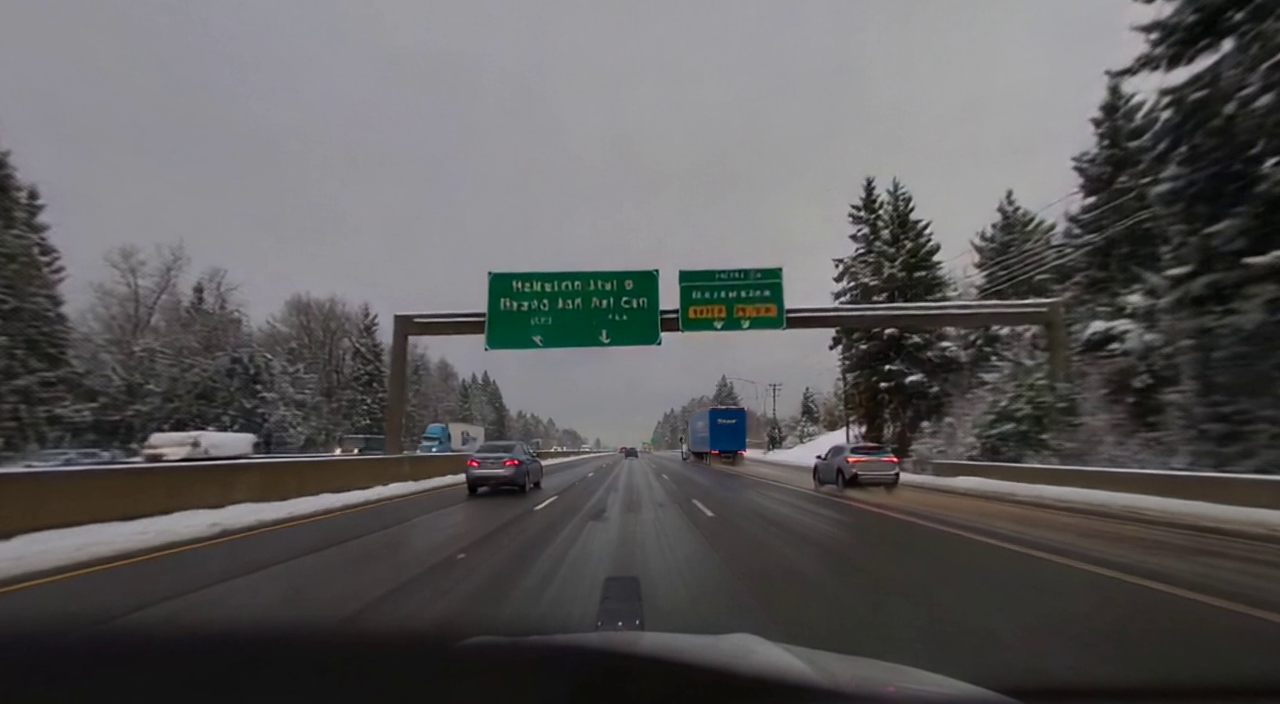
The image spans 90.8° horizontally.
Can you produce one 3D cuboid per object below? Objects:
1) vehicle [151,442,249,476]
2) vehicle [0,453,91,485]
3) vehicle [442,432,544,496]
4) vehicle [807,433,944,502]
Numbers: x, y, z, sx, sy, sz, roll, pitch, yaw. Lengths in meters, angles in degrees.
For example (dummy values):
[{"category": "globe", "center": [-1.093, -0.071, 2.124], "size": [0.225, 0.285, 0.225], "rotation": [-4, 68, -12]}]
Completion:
[{"category": "vehicle", "center": [-19.630, 4.784, 28.405], "size": [1.847, 1.440, 3.572], "rotation": [0, -9, -1]}, {"category": "vehicle", "center": [-27.598, 5.346, 29.073], "size": [1.768, 1.355, 3.208], "rotation": [0, -9, -1]}, {"category": "vehicle", "center": [-4.157, 3.250, 18.607], "size": [2.027, 1.651, 4.099], "rotation": [0, -9, 0]}, {"category": "vehicle", "center": [6.256, 3.122, 17.443], "size": [1.991, 1.647, 4.409], "rotation": [0, -9, -1]}]
